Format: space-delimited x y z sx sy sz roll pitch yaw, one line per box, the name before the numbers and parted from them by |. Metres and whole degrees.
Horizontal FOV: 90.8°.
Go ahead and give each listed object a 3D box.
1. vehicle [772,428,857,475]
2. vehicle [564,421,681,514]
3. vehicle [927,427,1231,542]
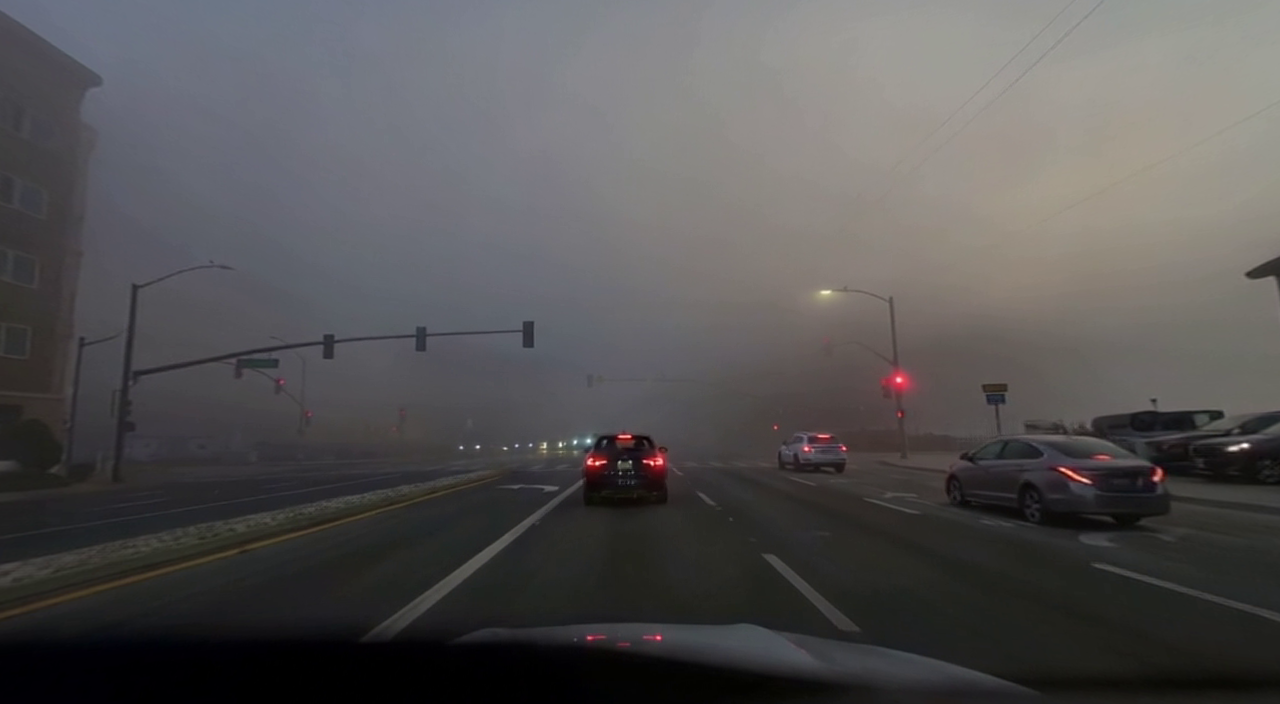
vehicle | 6.495 3.778 24.039 1.963 1.611 4.359 0 -9 -1
vehicle | -0.303 2.292 12.960 2.032 1.593 3.896 0 -9 0
vehicle | 6.447 1.966 10.021 1.768 1.417 4.213 0 -9 0
